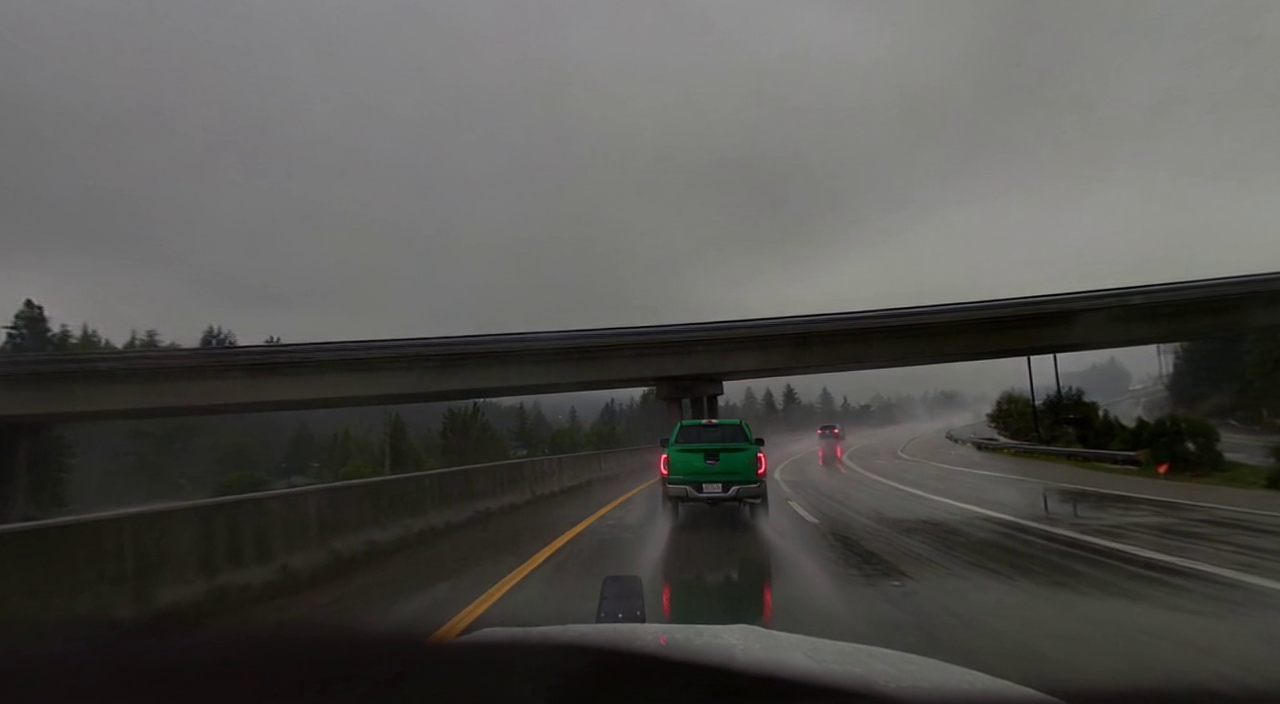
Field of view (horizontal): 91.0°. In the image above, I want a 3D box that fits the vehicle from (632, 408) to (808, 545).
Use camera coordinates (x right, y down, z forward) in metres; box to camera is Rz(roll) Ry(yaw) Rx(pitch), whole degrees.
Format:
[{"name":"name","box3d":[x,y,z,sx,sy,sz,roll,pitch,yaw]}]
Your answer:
[{"name":"vehicle","box3d":[1.226,1.919,10.315,2.235,1.716,4.435,-1,-9,6]}]
